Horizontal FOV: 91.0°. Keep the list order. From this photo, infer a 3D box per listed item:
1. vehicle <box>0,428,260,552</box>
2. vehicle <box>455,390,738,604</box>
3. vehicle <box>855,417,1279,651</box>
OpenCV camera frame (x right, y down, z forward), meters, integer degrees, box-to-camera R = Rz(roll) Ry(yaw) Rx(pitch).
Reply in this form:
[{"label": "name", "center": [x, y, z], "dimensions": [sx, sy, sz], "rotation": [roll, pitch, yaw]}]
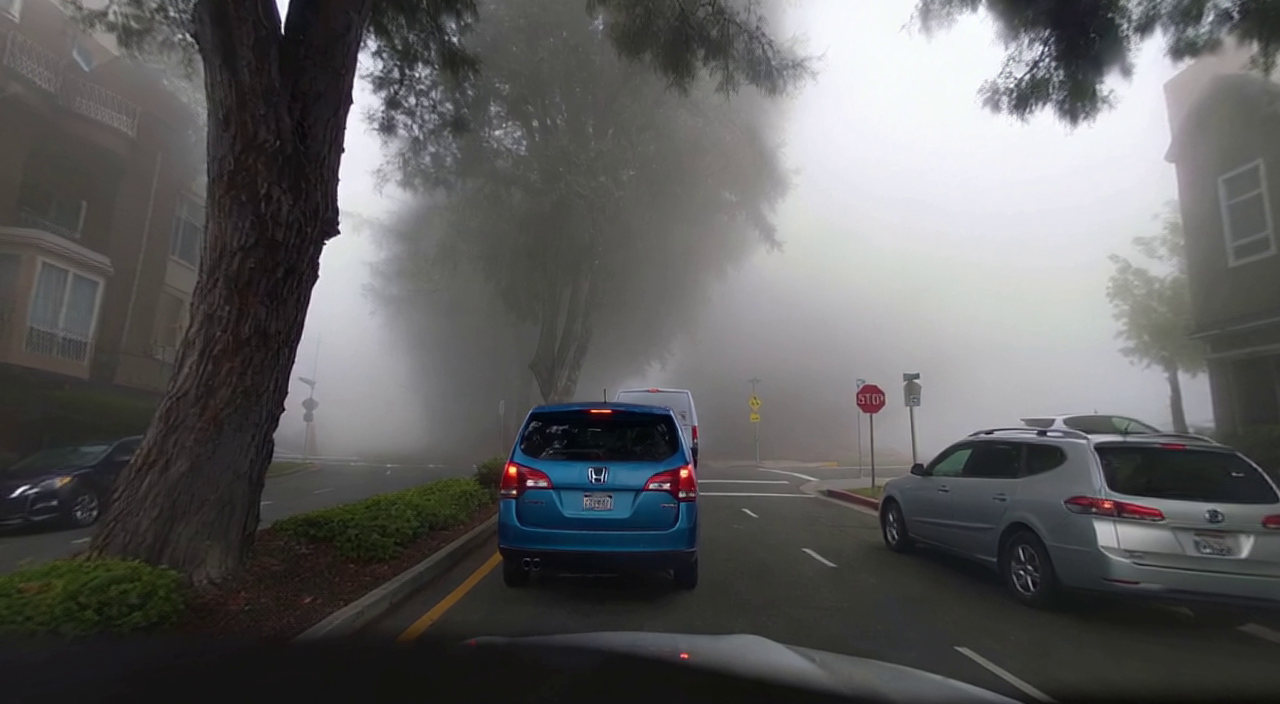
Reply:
[{"label": "vehicle", "center": [-8.291, 2.021, 10.051], "dimensions": [1.825, 1.532, 4.083], "rotation": [-3, -7, 2]}, {"label": "vehicle", "center": [-0.386, 1.566, 7.711], "dimensions": [2.377, 1.787, 4.652], "rotation": [0, -8, -1]}, {"label": "vehicle", "center": [4.219, 1.679, 6.903], "dimensions": [1.959, 1.581, 4.731], "rotation": [4, -9, -2]}]
